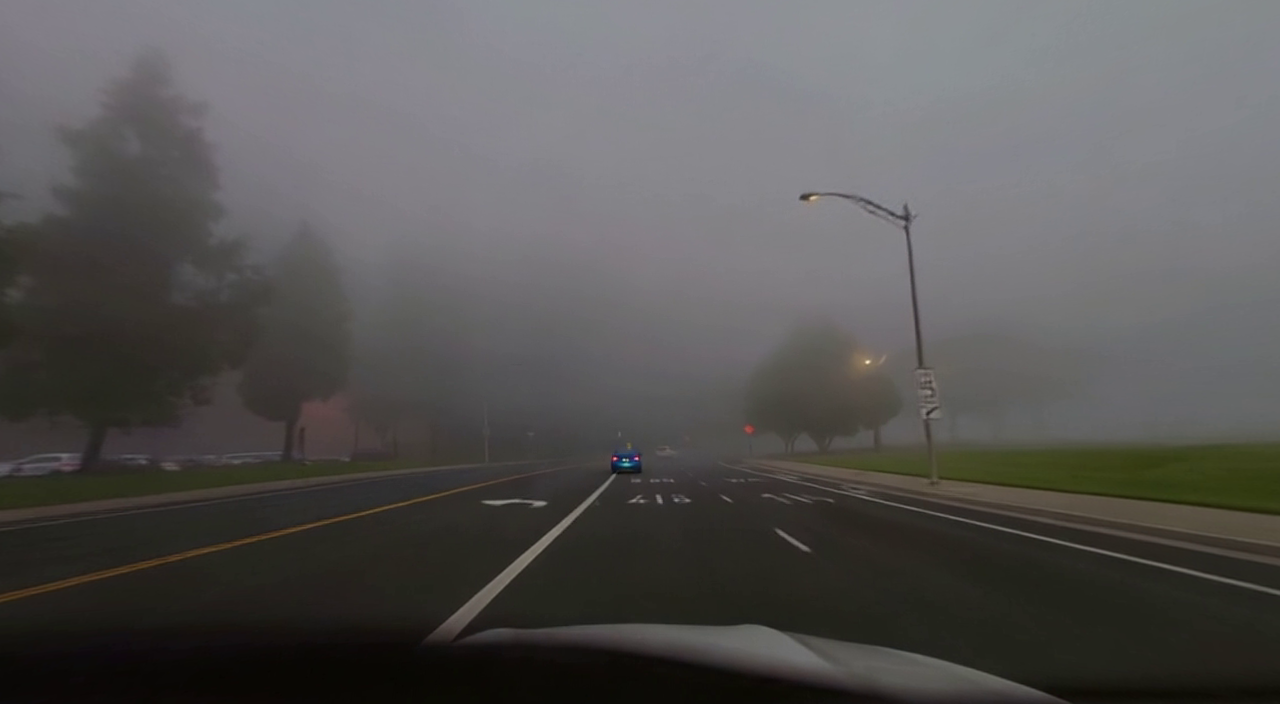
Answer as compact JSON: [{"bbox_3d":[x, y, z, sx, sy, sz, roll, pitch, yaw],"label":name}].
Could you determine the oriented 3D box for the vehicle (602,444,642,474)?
[{"bbox_3d":[-0.905,5.663,33.683,1.978,1.499,3.915,-1,-8,1],"label":"vehicle"}]

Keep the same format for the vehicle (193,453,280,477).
[{"bbox_3d":[-30.389,8.513,47.622,4.923,1.697,2.209,0,-8,-4],"label":"vehicle"}]

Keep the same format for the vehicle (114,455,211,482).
[{"bbox_3d":[-30.328,7.403,40.180,4.455,1.566,2.029,0,-8,-2],"label":"vehicle"}]

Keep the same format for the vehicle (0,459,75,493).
[{"bbox_3d":[-30.080,5.892,30.014,4.333,1.448,2.097,-1,-8,2],"label":"vehicle"}]
